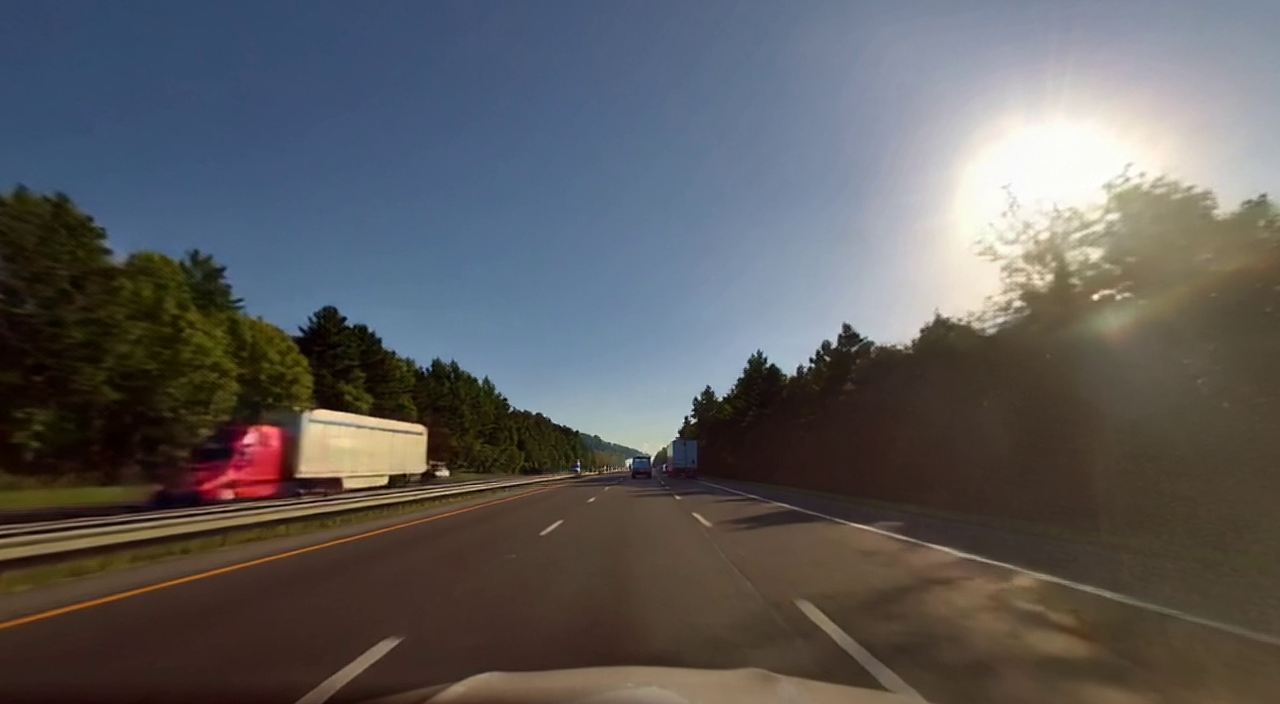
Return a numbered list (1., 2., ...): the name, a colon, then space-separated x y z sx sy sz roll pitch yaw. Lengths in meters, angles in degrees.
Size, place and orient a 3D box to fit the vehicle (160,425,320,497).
1. vehicle: -15.295 4.307 24.632 2.385 2.442 5.711 1 -10 0
